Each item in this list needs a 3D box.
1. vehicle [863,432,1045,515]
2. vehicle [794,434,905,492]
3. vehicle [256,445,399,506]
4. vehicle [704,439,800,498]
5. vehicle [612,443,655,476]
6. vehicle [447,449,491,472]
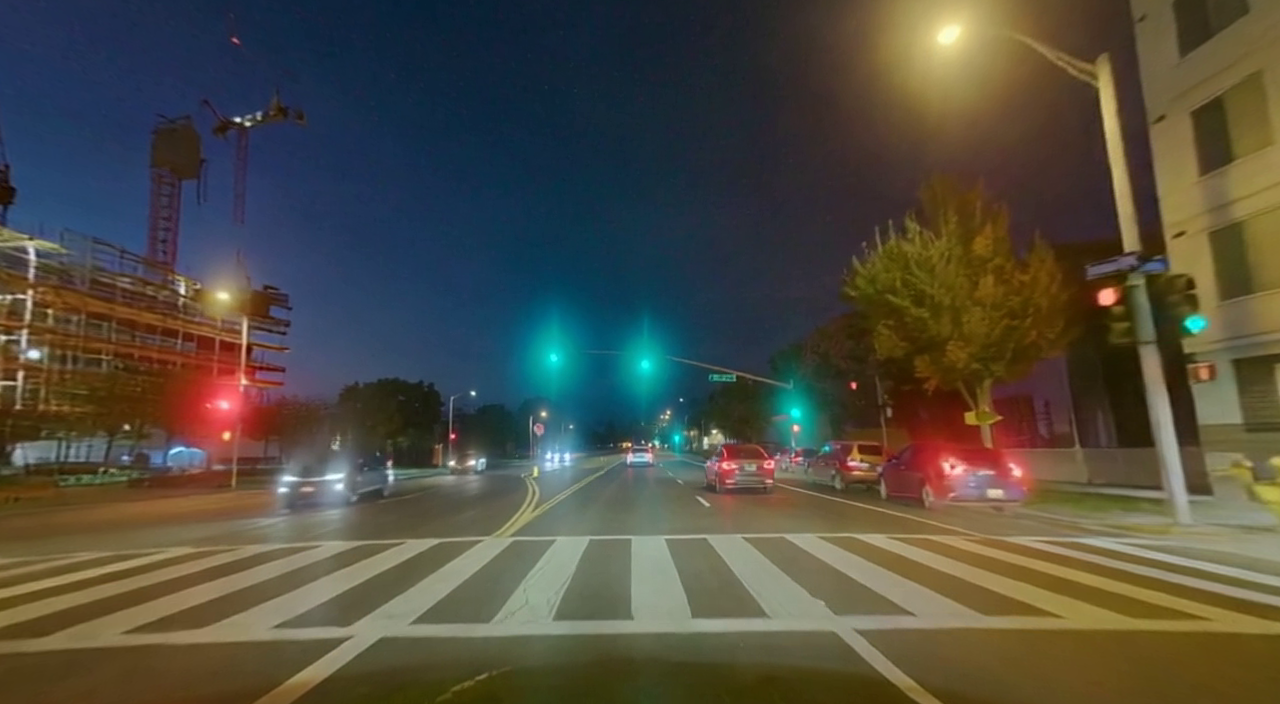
[{"bbox_3d":[7.358,2.874,15.473,2.031,1.708,4.567,0,-9,-1],"label":"vehicle"},{"bbox_3d":[7.268,3.906,22.535,2.067,1.805,4.875,0,-9,-3],"label":"vehicle"},{"bbox_3d":[-8.674,3.442,18.041,1.902,1.503,4.240,0,-9,0],"label":"vehicle"},{"bbox_3d":[3.085,3.294,18.238,1.910,1.474,4.003,0,-9,-2],"label":"vehicle"},{"bbox_3d":[-0.317,5.198,30.740,2.006,1.487,3.535,0,-9,0],"label":"vehicle"},{"bbox_3d":[-12.093,7.669,45.007,1.945,1.540,4.338,0,-9,0],"label":"vehicle"}]
